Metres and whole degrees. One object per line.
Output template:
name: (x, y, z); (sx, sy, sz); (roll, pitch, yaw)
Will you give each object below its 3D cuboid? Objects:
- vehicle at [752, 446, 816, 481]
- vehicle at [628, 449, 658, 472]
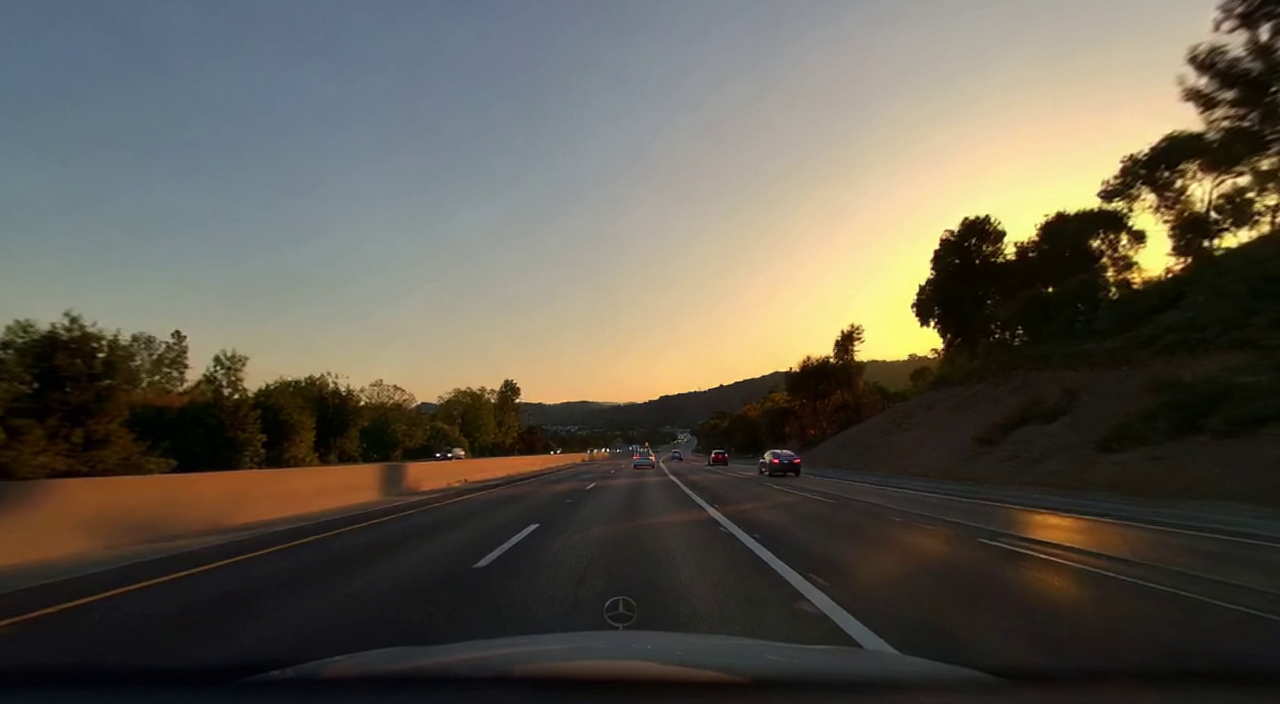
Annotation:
vehicle: (6.993, 5.455, 30.894); (2.008, 1.533, 4.592); (0, -9, -1)
vehicle: (0.196, 7.597, 44.203); (2.025, 1.526, 4.181); (0, -9, 0)
